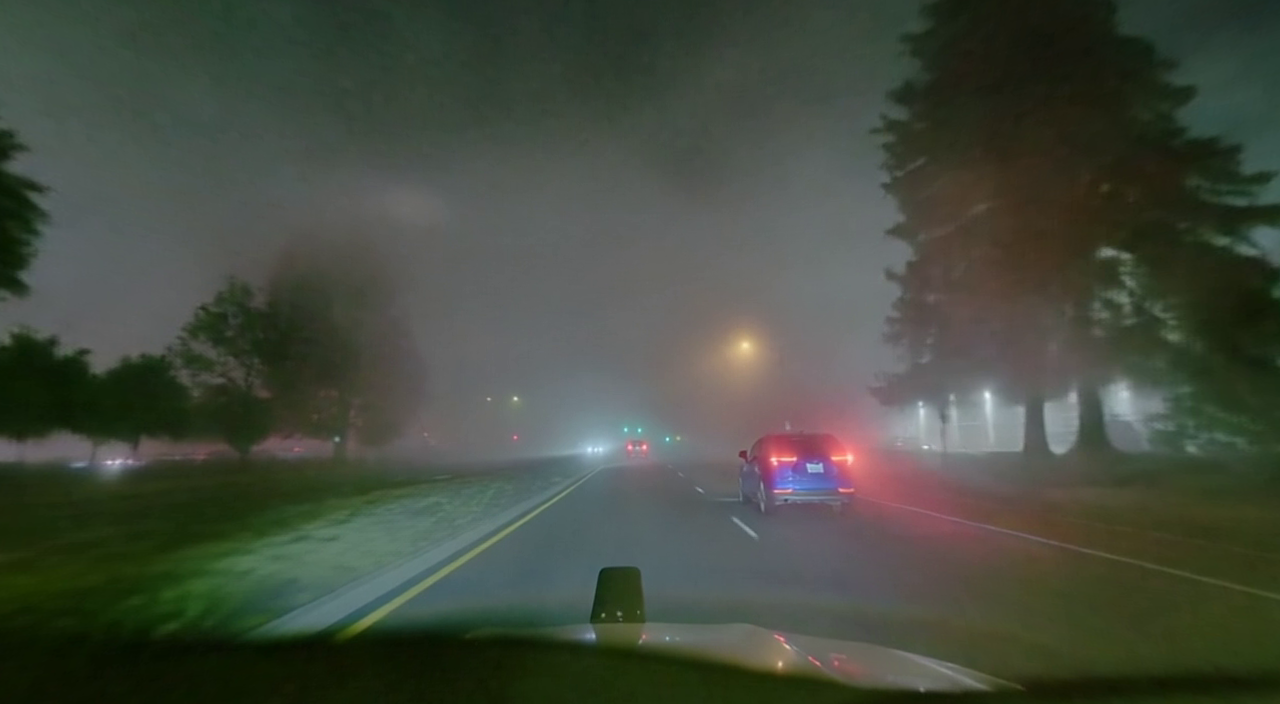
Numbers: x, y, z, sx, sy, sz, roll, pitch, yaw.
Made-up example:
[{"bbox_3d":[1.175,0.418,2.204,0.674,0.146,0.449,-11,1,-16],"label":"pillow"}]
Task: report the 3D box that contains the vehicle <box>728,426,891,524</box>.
[{"bbox_3d":[3.215,2.429,13.042,2.060,1.665,4.284,0,-8,-1],"label":"vehicle"}]
